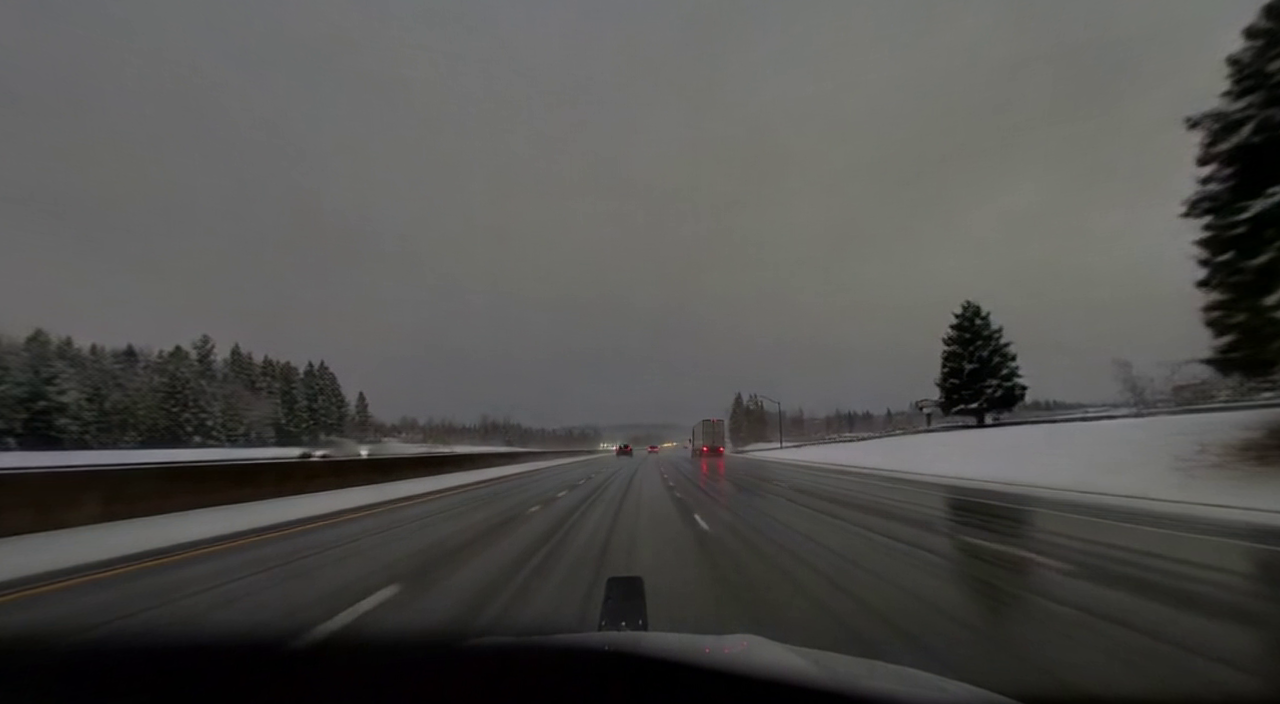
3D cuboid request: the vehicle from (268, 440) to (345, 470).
[{"bbox_3d":[-24.246,7.502,46.152,2.483,2.062,5.625,0,-9,0],"label":"vehicle"}]
